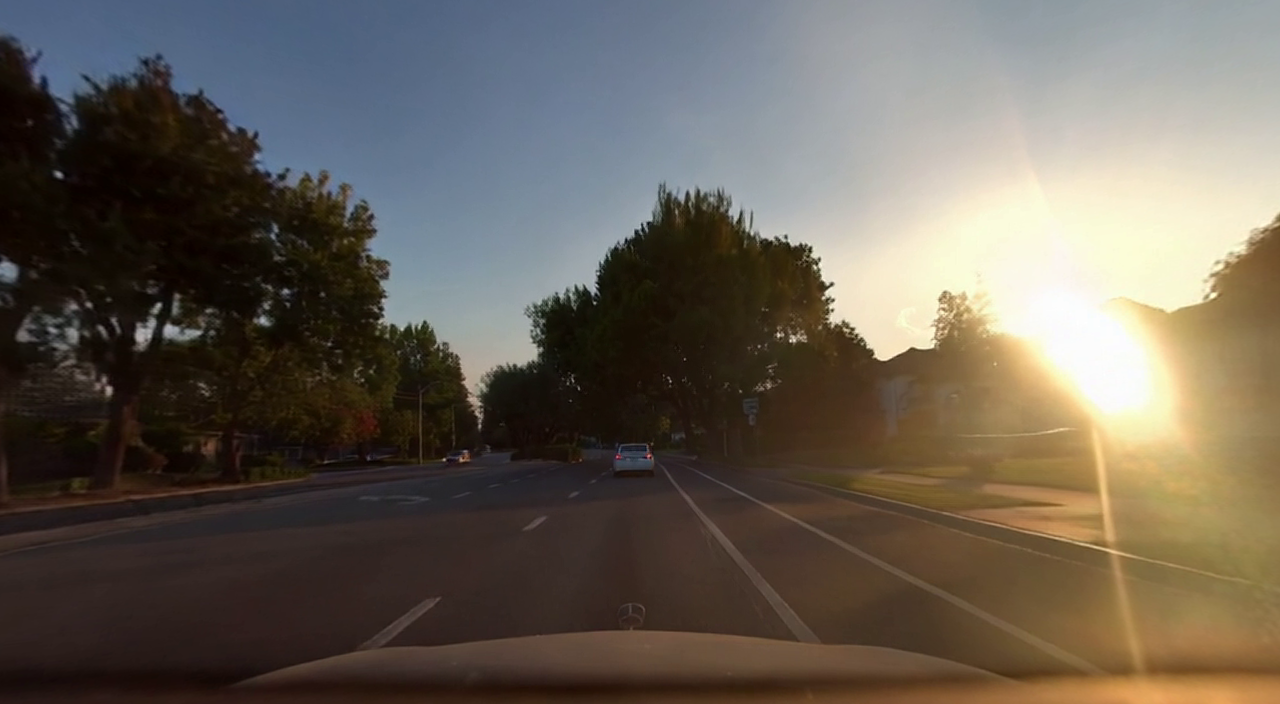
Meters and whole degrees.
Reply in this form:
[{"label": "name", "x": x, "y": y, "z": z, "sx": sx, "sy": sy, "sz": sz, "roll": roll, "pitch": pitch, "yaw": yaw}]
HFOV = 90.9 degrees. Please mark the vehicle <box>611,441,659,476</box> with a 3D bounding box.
[{"label": "vehicle", "x": -0.207, "y": 4.821, "z": 28.664, "sx": 2.009, "sy": 1.456, "sz": 4.003, "roll": -1, "pitch": -9, "yaw": 0}]
